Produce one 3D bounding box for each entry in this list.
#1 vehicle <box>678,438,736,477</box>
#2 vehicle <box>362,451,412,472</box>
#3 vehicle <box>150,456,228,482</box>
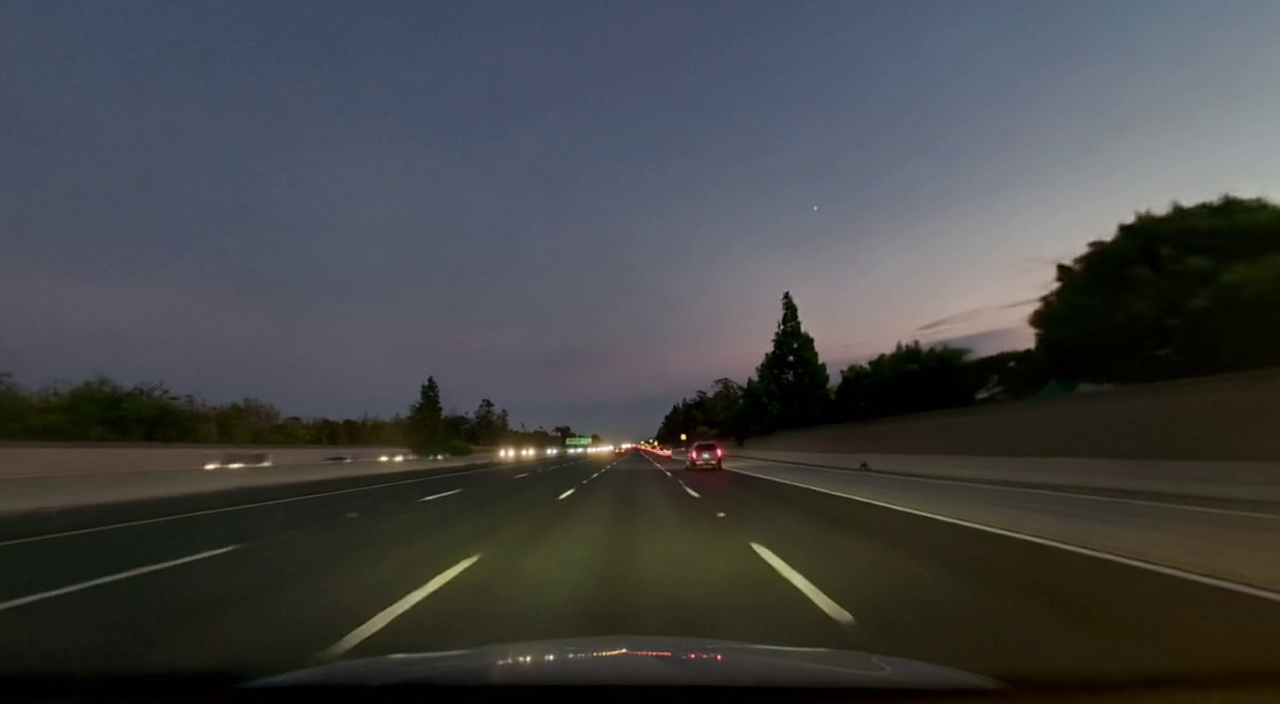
[{"bbox_3d":[3.041,4.926,29.717,2.130,1.677,4.317,0,-9,-2],"label":"vehicle"},{"bbox_3d":[-19.795,8.594,49.650,1.954,1.499,4.820,0,-9,0],"label":"vehicle"},{"bbox_3d":[-31.152,8.067,43.810,1.980,1.648,4.724,0,-9,-1],"label":"vehicle"}]
